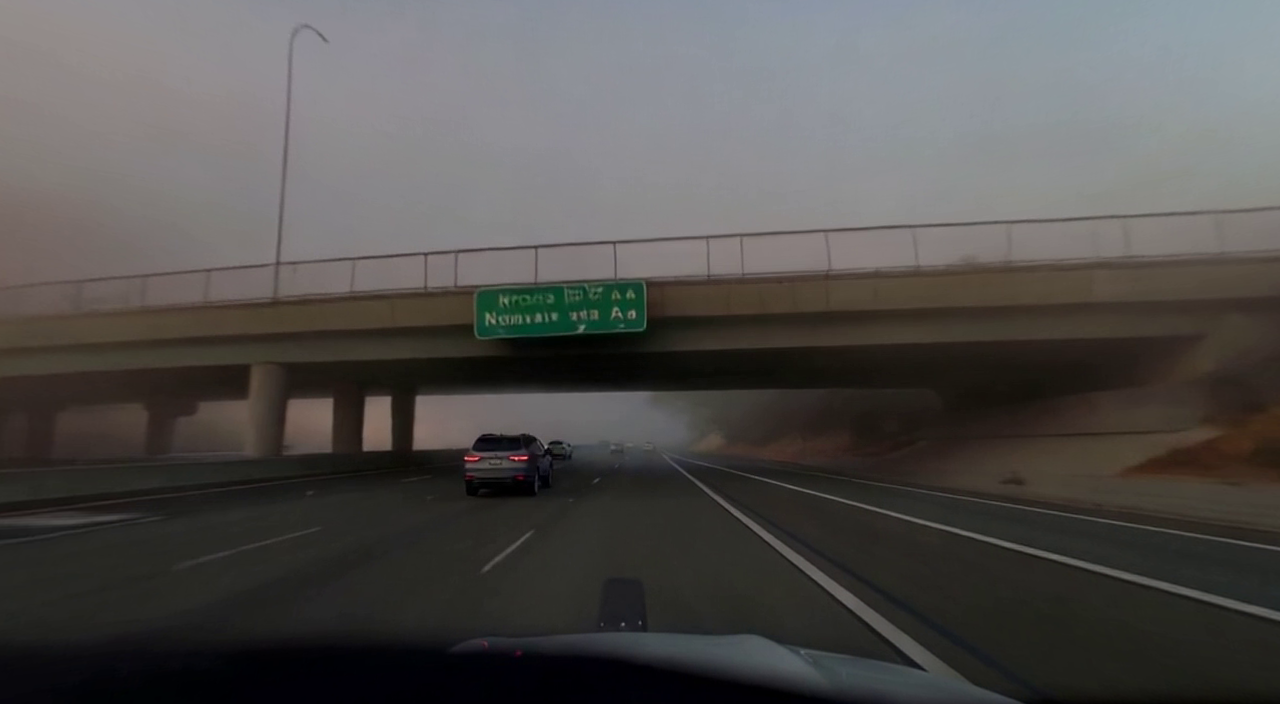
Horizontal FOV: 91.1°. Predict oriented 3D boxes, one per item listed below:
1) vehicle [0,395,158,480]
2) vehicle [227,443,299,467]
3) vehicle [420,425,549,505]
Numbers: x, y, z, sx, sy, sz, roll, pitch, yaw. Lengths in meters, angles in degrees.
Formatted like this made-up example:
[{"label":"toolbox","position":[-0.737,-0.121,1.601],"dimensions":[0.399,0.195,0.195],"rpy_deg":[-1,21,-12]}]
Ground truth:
[{"label":"vehicle","position":[-33.010,4.593,33.492],"dimensions":[2.899,4.114,14.251],"rpy_deg":[0,-8,2]},{"label":"vehicle","position":[-25.598,6.974,42.805],"dimensions":[2.010,1.550,4.483],"rpy_deg":[0,-8,1]},{"label":"vehicle","position":[-3.679,2.774,15.795],"dimensions":[2.048,1.705,4.384],"rpy_deg":[0,-8,1]}]
